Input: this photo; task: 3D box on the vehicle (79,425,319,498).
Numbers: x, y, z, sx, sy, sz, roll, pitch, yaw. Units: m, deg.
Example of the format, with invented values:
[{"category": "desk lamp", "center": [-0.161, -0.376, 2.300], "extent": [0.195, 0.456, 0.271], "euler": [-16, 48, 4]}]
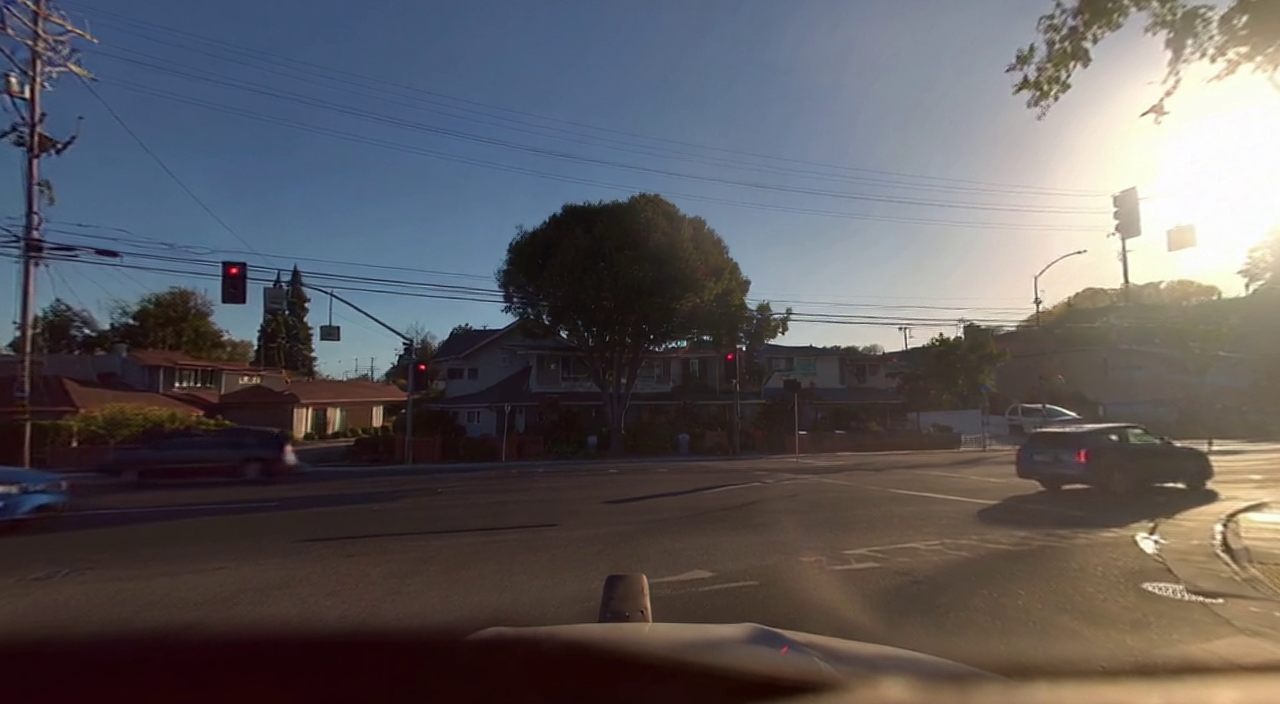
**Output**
[{"category": "vehicle", "center": [-11.960, 2.995, 17.567], "extent": [4.966, 1.806, 2.007], "euler": [2, -9, -16]}]

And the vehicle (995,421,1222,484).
[{"category": "vehicle", "center": [11.747, 2.505, 15.899], "extent": [4.757, 1.442, 1.858], "euler": [2, -9, -14]}]
